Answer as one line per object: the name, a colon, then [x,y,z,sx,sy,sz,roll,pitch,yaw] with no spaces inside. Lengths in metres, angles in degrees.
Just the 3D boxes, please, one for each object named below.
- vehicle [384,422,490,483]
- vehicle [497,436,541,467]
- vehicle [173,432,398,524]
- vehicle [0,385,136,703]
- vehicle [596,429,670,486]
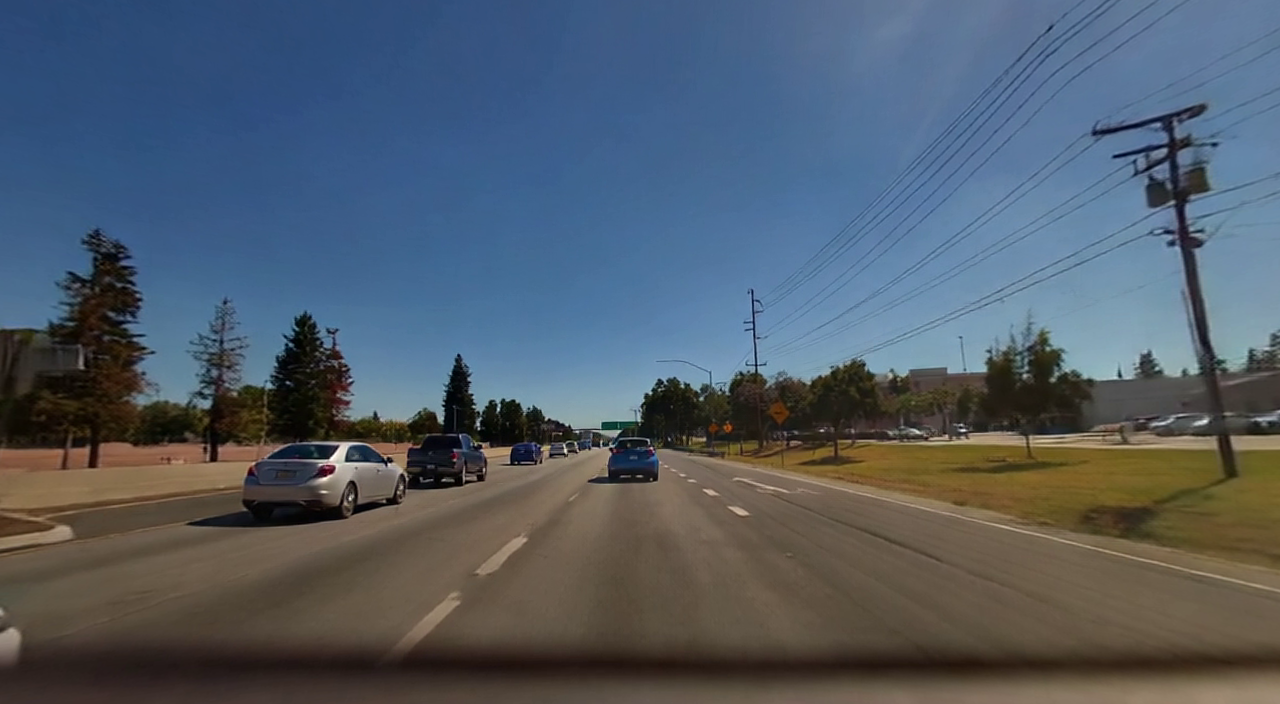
vehicle: [-7.048,3.559,22.601,2.144,1.905,4.967,0,-8,0]
vehicle: [-7.289,5.988,38.339,1.914,1.756,4.179,0,-8,-1]
vehicle: [-6.697,2.410,12.691,1.900,1.483,4.547,0,-8,0]
vehicle: [-3.159,0.605,0.209,2.174,1.510,4.636,0,-8,0]
vehicle: [-0.234,3.395,20.586,2.140,1.653,4.108,0,-8,-1]
